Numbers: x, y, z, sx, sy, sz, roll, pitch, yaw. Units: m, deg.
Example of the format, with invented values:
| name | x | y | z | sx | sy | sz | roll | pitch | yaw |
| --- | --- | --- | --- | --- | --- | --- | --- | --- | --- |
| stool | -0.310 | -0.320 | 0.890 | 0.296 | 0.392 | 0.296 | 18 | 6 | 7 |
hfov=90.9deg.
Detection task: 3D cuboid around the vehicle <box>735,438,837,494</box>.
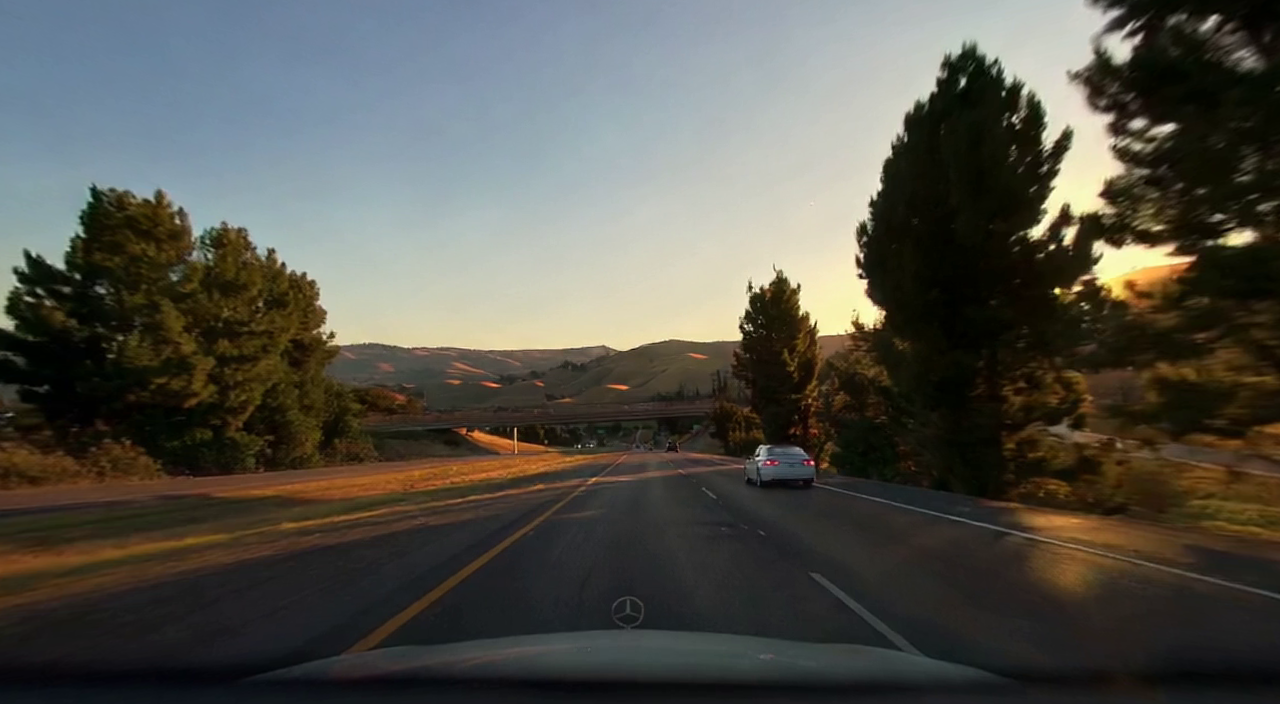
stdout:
| name | x | y | z | sx | sy | sz | roll | pitch | yaw |
| --- | --- | --- | --- | --- | --- | --- | --- | --- | --- |
| vehicle | 4.304 | 3.433 | 19.448 | 2.027 | 1.487 | 4.718 | 0 | -8 | 0 |
